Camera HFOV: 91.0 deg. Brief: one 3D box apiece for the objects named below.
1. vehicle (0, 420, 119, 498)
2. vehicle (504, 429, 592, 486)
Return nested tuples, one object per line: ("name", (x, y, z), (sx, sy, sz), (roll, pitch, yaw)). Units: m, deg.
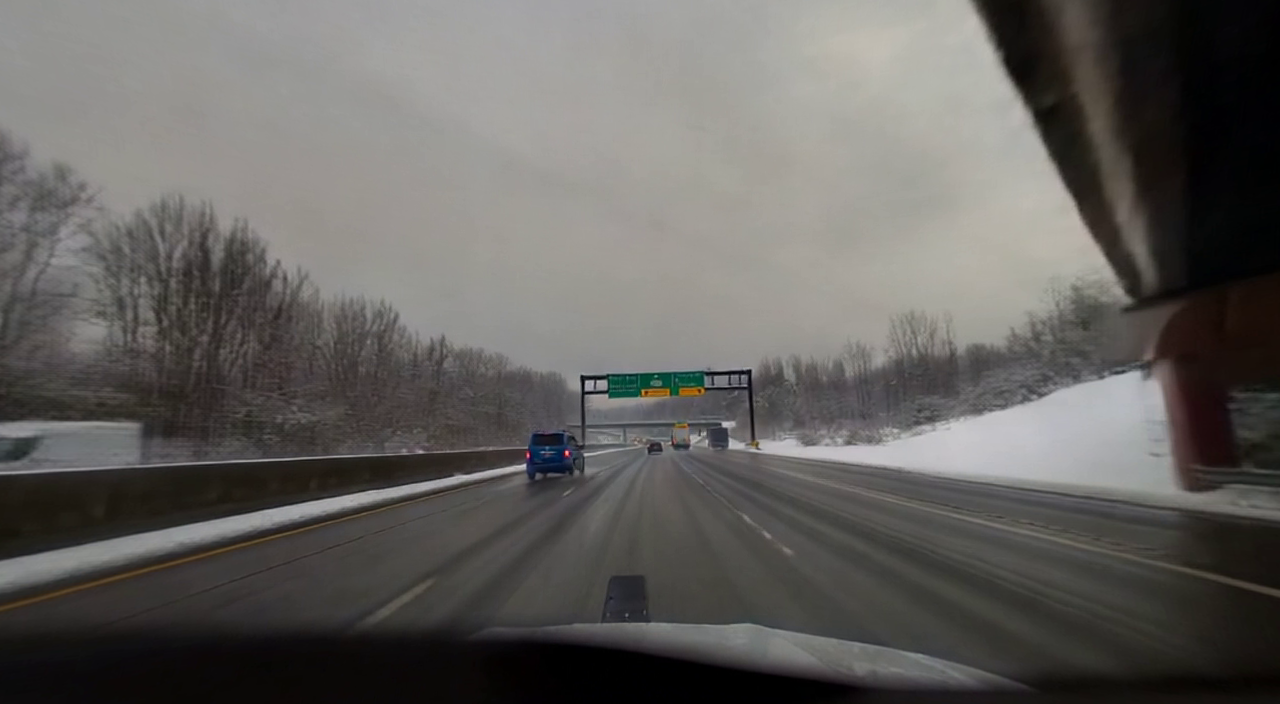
("vehicle", (-22.929, 3.897, 23.098), (2.310, 2.609, 5.912), (-1, -8, 2))
("vehicle", (-2.955, 3.511, 21.226), (2.177, 1.707, 4.432), (-1, -8, 2))
